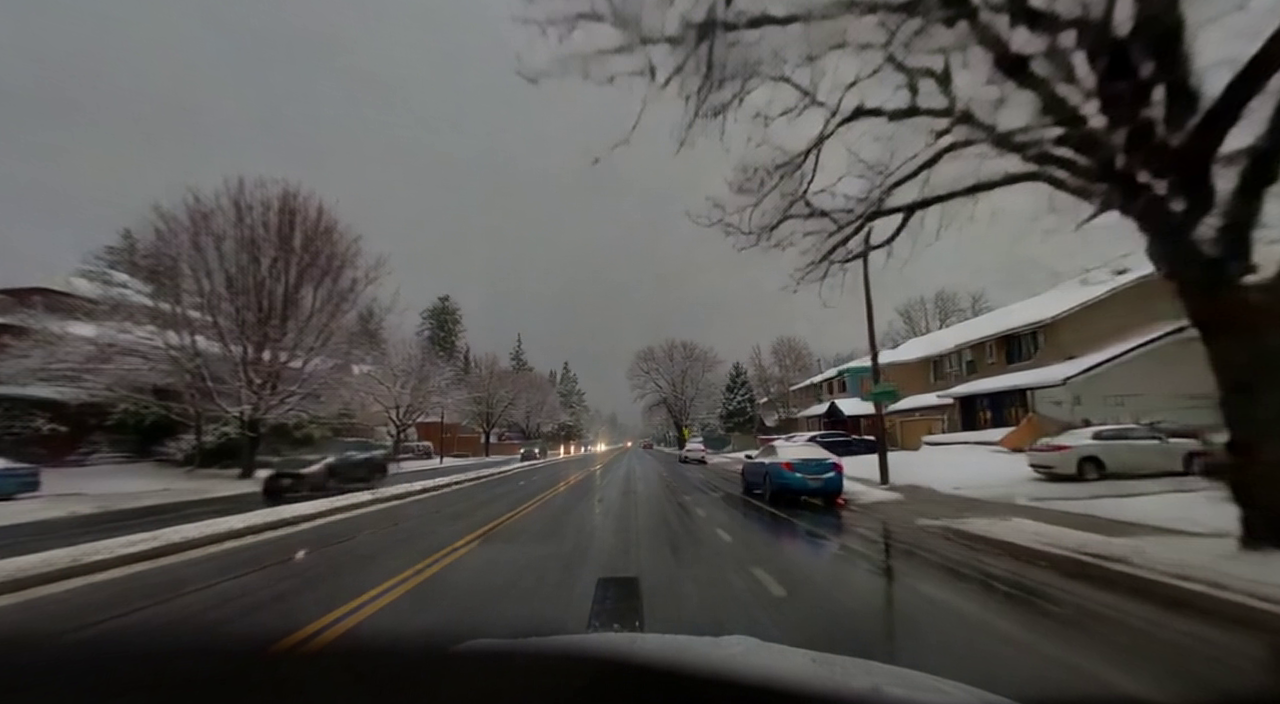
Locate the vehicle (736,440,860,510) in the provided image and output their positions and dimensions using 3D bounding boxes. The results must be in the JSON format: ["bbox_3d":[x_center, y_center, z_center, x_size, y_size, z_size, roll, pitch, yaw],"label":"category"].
[{"bbox_3d":[3.826,3.043,16.224,1.991,1.500,4.562,0,-8,0],"label":"vehicle"}]

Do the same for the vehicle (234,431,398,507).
[{"bbox_3d":[-8.394,3.034,16.923,2.090,1.748,4.345,0,-8,-1],"label":"vehicle"}]

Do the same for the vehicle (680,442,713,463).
[{"bbox_3d":[4.189,7.556,47.615,2.011,1.458,4.633,0,-8,-1],"label":"vehicle"}]

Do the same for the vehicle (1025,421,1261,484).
[{"bbox_3d":[12.388,2.492,15.790,4.264,1.445,1.900,0,-8,-1],"label":"vehicle"}]

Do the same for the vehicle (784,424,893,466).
[{"bbox_3d":[10.602,5.042,34.067,4.964,1.739,2.184,-5,-10,-2],"label":"vehicle"}]
